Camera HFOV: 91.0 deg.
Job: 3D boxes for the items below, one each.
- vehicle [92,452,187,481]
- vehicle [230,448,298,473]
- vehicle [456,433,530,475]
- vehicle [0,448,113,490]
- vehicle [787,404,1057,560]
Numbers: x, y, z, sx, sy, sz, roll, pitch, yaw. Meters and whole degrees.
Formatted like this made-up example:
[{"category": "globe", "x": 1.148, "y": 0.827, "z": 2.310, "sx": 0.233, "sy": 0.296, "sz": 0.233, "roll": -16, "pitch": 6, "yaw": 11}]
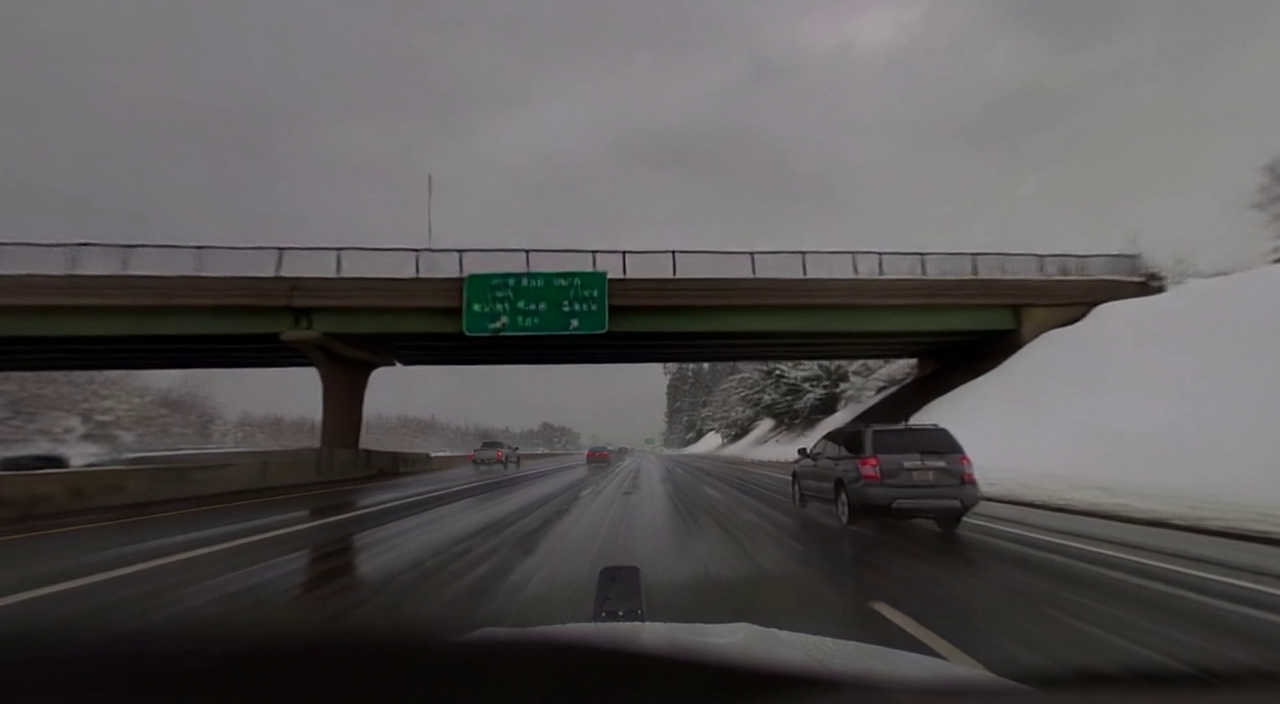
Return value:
[{"category": "vehicle", "x": -30.028, "y": 6.845, "z": 37.981, "sx": 1.946, "sy": 1.568, "sz": 4.592, "roll": 0, "pitch": -9, "yaw": -1}, {"category": "vehicle", "x": -26.077, "y": 7.512, "z": 43.826, "sx": 1.896, "sy": 1.615, "sz": 4.486, "roll": 0, "pitch": -9, "yaw": 0}, {"category": "vehicle", "x": -7.393, "y": 5.236, "z": 32.448, "sx": 2.341, "sy": 1.959, "sz": 5.684, "roll": 0, "pitch": -9, "yaw": 1}, {"category": "vehicle", "x": -25.871, "y": 4.992, "z": 27.275, "sx": 1.993, "sy": 1.614, "sz": 4.606, "roll": 0, "pitch": -9, "yaw": 1}, {"category": "vehicle", "x": 3.652, "y": 1.776, "z": 9.231, "sx": 1.990, "sy": 1.735, "sz": 4.276, "roll": 0, "pitch": -9, "yaw": 1}]
